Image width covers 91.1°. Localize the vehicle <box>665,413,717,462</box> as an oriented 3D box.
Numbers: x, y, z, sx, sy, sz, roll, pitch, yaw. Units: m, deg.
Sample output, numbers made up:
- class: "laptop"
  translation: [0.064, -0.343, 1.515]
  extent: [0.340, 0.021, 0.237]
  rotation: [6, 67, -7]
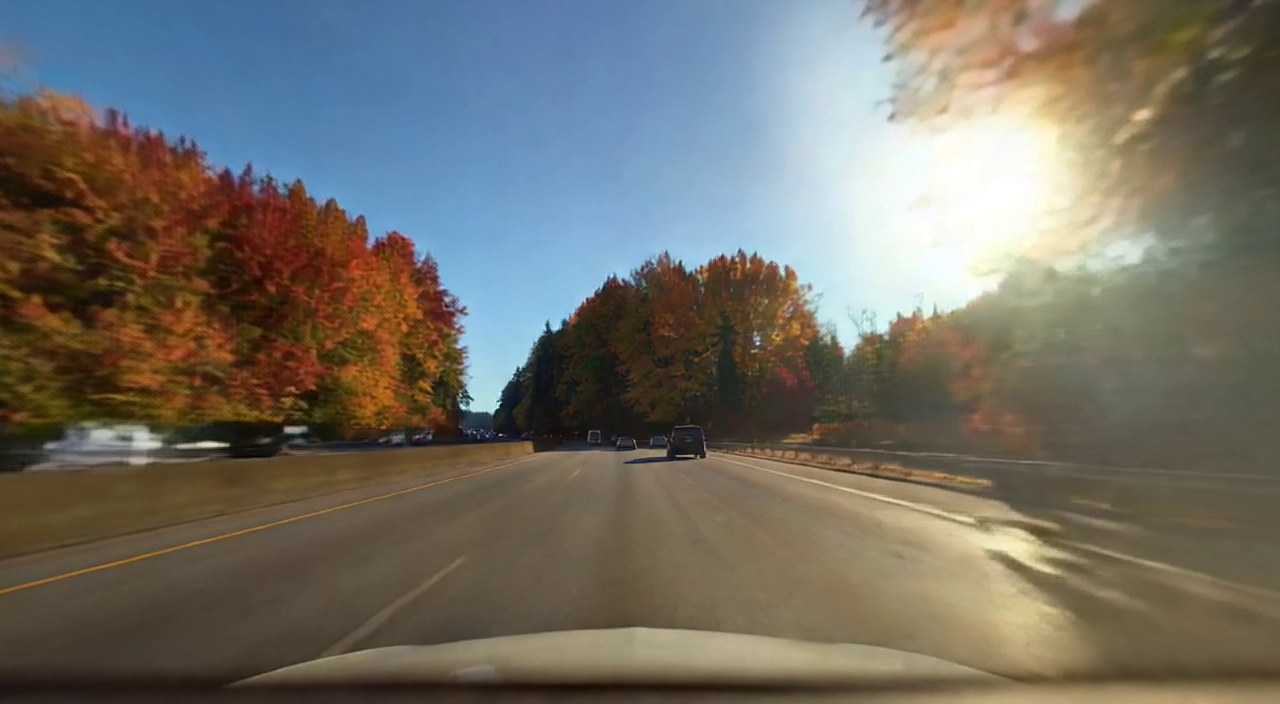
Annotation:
- class: "vehicle"
  translation: [2.878, 5.023, 36.946]
  extent: [2.411, 2.614, 5.781]
  rotation: [0, -8, -1]
